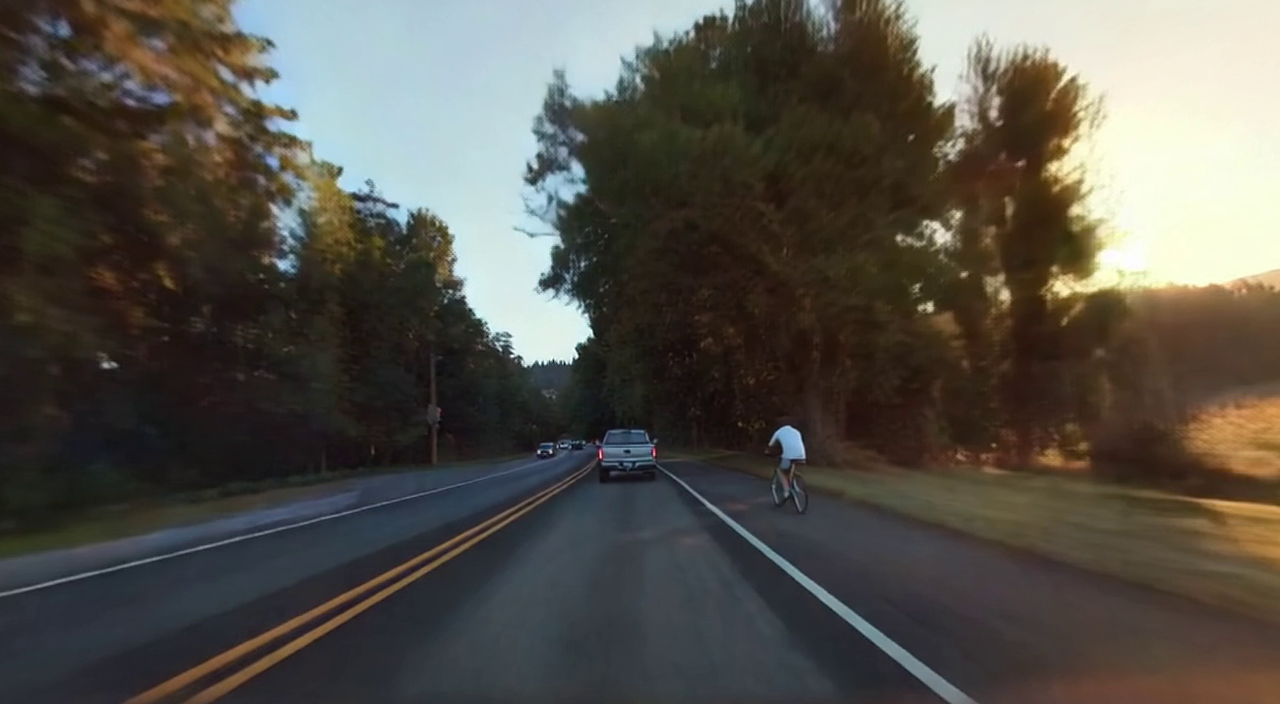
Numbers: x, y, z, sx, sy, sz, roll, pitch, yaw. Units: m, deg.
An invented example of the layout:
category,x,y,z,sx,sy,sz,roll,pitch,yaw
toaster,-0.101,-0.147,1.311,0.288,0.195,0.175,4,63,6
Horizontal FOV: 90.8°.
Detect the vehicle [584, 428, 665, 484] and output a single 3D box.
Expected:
category,x,y,z,sx,sy,sz,roll,pitch,yaw
vehicle,-0.647,3.798,23.332,2.631,1.798,5.331,0,-8,-3
